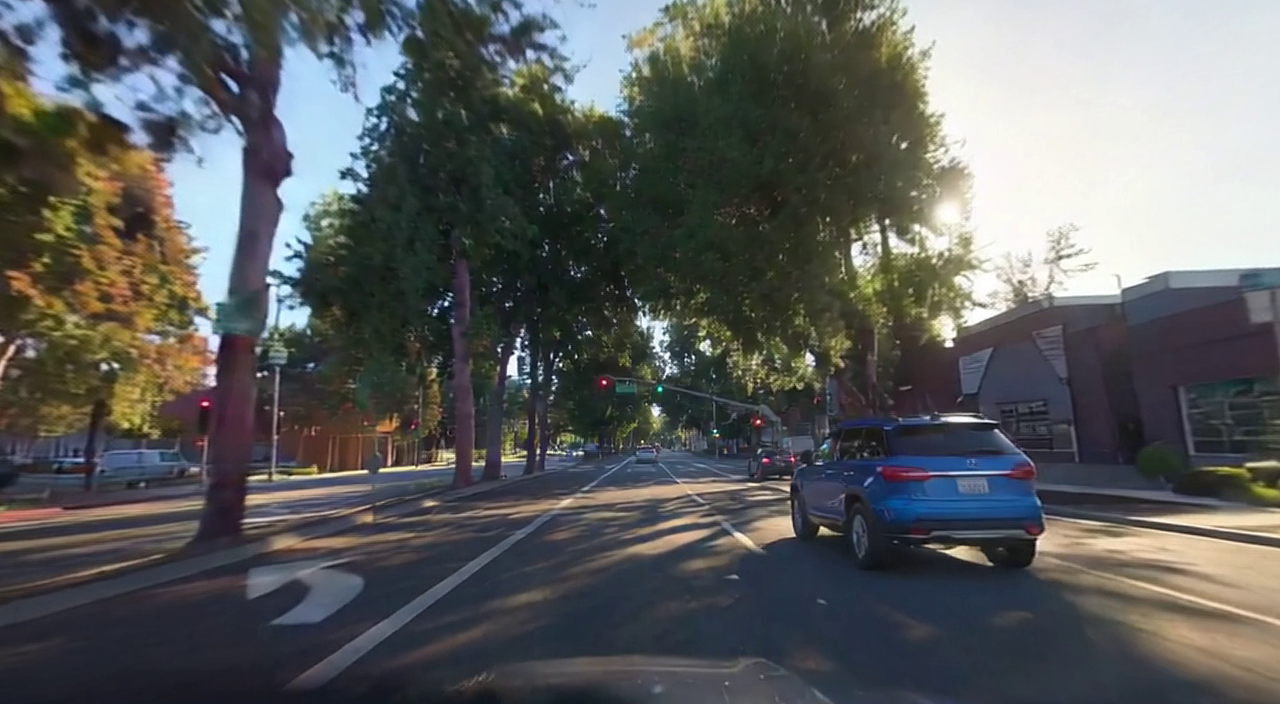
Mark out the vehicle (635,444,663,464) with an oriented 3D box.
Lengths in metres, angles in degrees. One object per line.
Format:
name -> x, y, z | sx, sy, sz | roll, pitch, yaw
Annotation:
vehicle -> 0.742, 7.969, 49.431 | 2.131, 1.474, 4.146 | 0, -8, 1

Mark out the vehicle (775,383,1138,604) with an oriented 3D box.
vehicle -> 3.172, 1.526, 7.617 | 2.033, 1.865, 4.360 | 0, -8, -1
